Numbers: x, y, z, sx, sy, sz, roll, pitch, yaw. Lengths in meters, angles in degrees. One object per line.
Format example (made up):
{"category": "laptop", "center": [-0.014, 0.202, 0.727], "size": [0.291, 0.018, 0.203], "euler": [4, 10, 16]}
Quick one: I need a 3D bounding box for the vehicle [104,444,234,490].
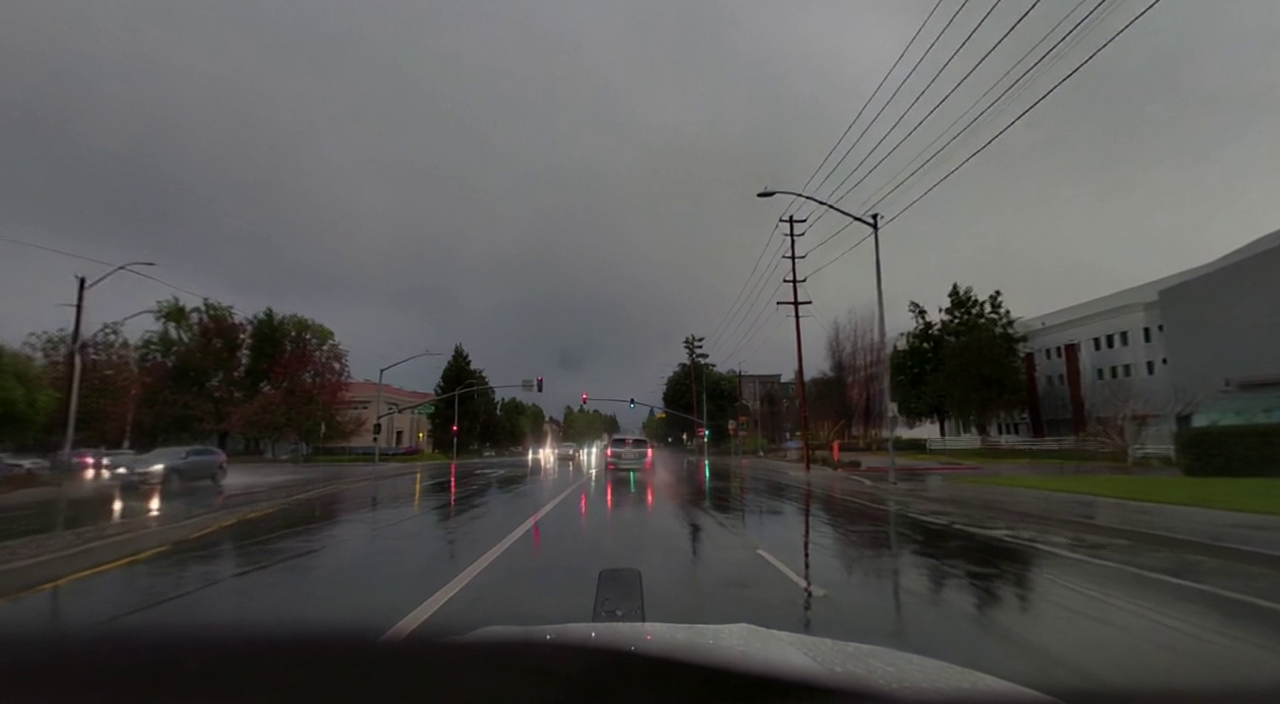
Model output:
{"category": "vehicle", "center": [-19.281, 4.683, 26.162], "size": [1.945, 1.700, 4.465], "euler": [0, -8, 0]}

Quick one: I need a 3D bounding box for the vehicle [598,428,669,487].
{"category": "vehicle", "center": [-0.238, 3.556, 21.483], "size": [2.188, 1.782, 3.982], "euler": [0, -8, -1]}

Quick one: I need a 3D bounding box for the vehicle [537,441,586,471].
{"category": "vehicle", "center": [-4.054, 5.458, 33.338], "size": [2.075, 1.474, 4.367], "euler": [0, -8, -1]}
